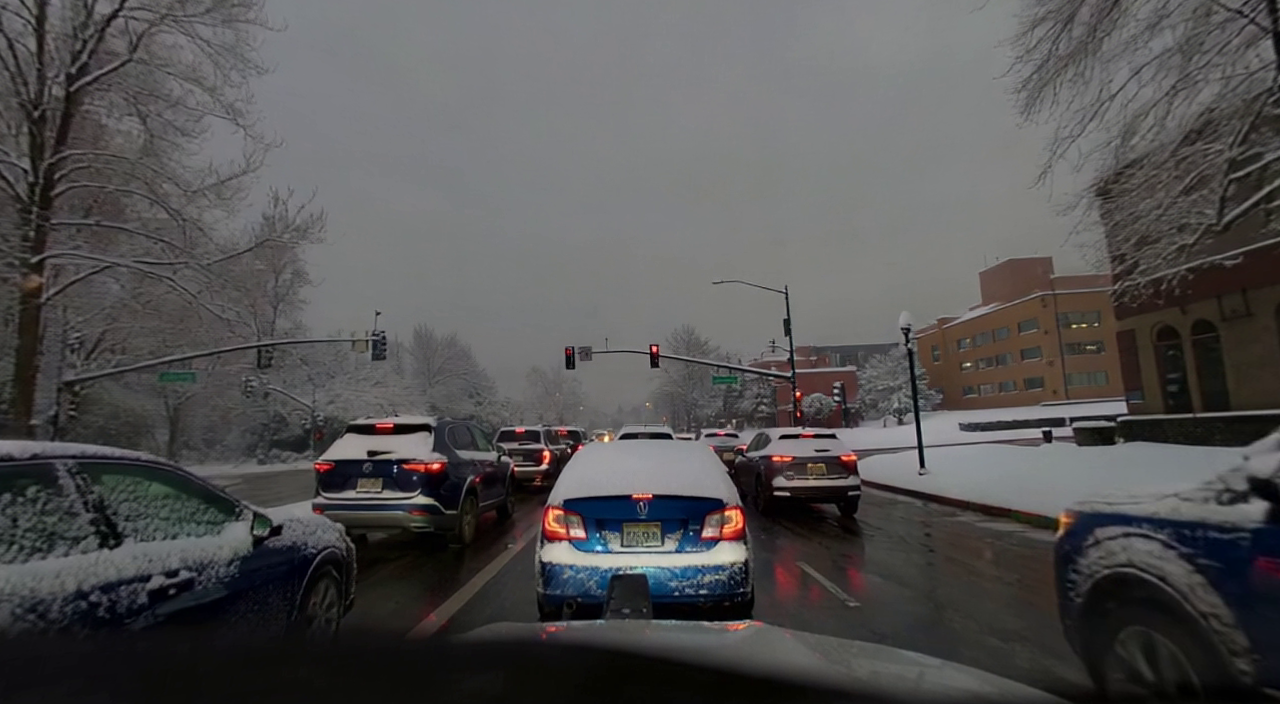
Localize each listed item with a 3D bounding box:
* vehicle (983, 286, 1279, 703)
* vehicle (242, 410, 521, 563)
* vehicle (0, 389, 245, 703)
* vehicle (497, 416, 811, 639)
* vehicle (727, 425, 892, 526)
[{"bbox_3d":[3.060,0.605,1.410,2.108,1.785,4.334,0,-9,0],"label":"vehicle"},{"bbox_3d":[-3.372,1.868,9.494,2.168,1.719,4.561,-1,-9,1],"label":"vehicle"},{"bbox_3d":[-3.388,0.748,1.234,2.144,1.505,4.635,-1,-9,1],"label":"vehicle"},{"bbox_3d":[0.089,1.506,6.377,2.147,1.507,3.953,0,-8,0],"label":"vehicle"},{"bbox_3d":[3.156,2.405,12.802,2.110,1.661,4.295,0,-8,0],"label":"vehicle"}]
